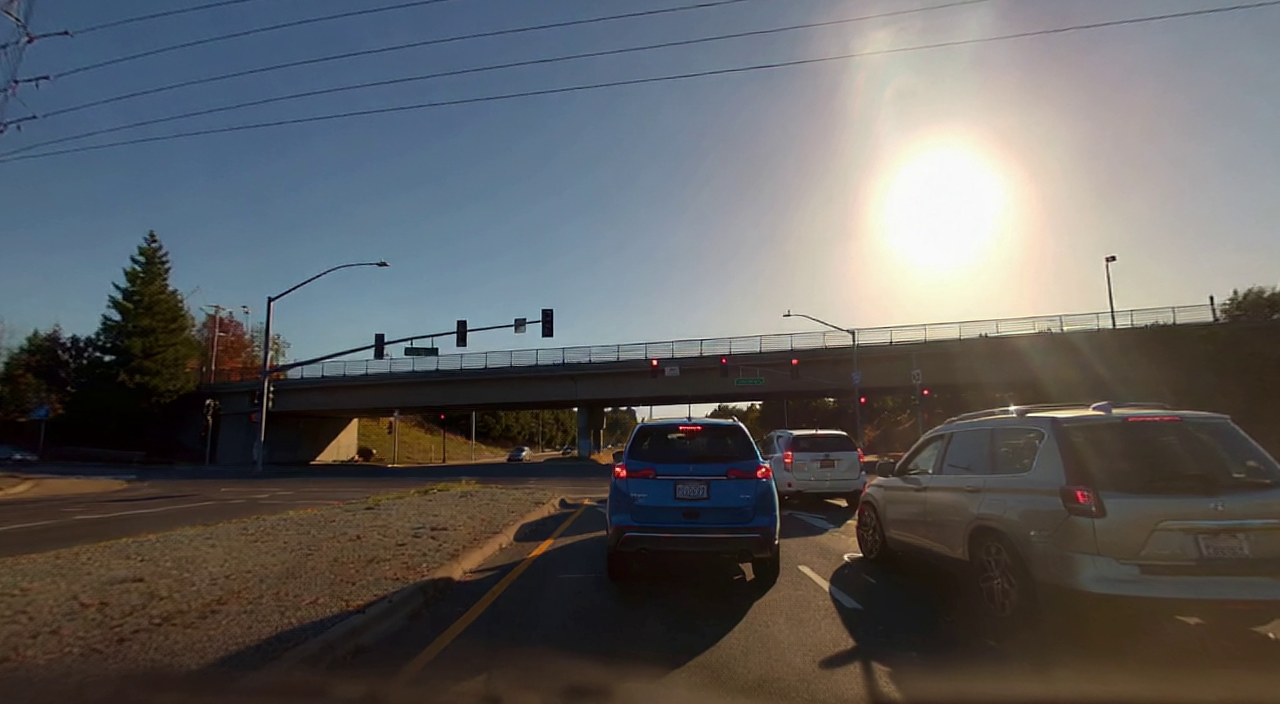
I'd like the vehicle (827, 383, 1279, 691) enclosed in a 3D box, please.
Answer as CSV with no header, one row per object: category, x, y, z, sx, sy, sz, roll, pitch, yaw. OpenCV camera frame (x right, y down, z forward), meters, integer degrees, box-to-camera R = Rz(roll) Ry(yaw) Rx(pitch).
vehicle,3.410,1.336,5.786,1.990,1.649,4.625,0,-8,0

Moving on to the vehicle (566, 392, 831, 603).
vehicle,0.451,1.555,7.613,2.240,1.778,4.335,0,-8,-1
